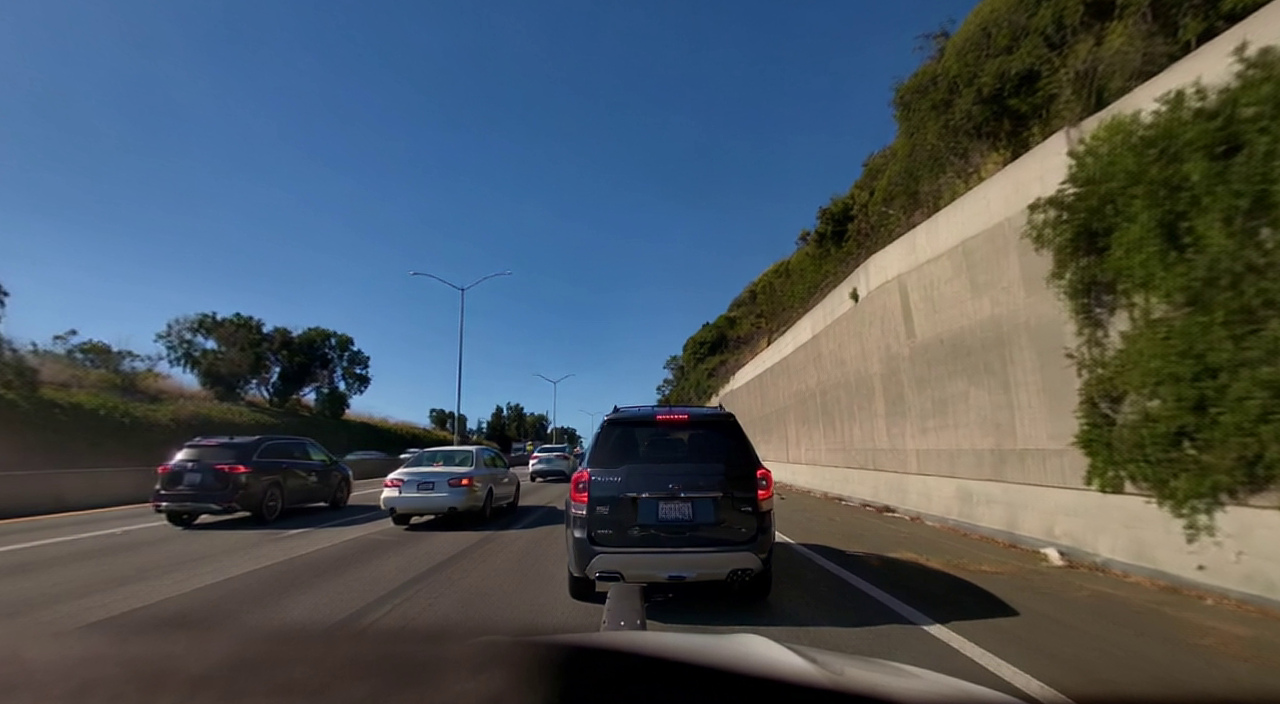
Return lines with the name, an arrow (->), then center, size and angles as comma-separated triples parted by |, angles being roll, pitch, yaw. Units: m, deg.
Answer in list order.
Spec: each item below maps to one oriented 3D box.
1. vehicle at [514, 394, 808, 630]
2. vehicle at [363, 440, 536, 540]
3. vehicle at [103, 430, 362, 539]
vehicle -> 0.115, 1.609, 7.483 | 2.210, 1.760, 5.303 | 0, -9, -1
vehicle -> -3.234, 2.418, 11.653 | 1.917, 1.506, 3.949 | 0, -9, 1
vehicle -> -7.490, 2.459, 12.349 | 1.986, 1.700, 4.558 | 0, -9, 0
